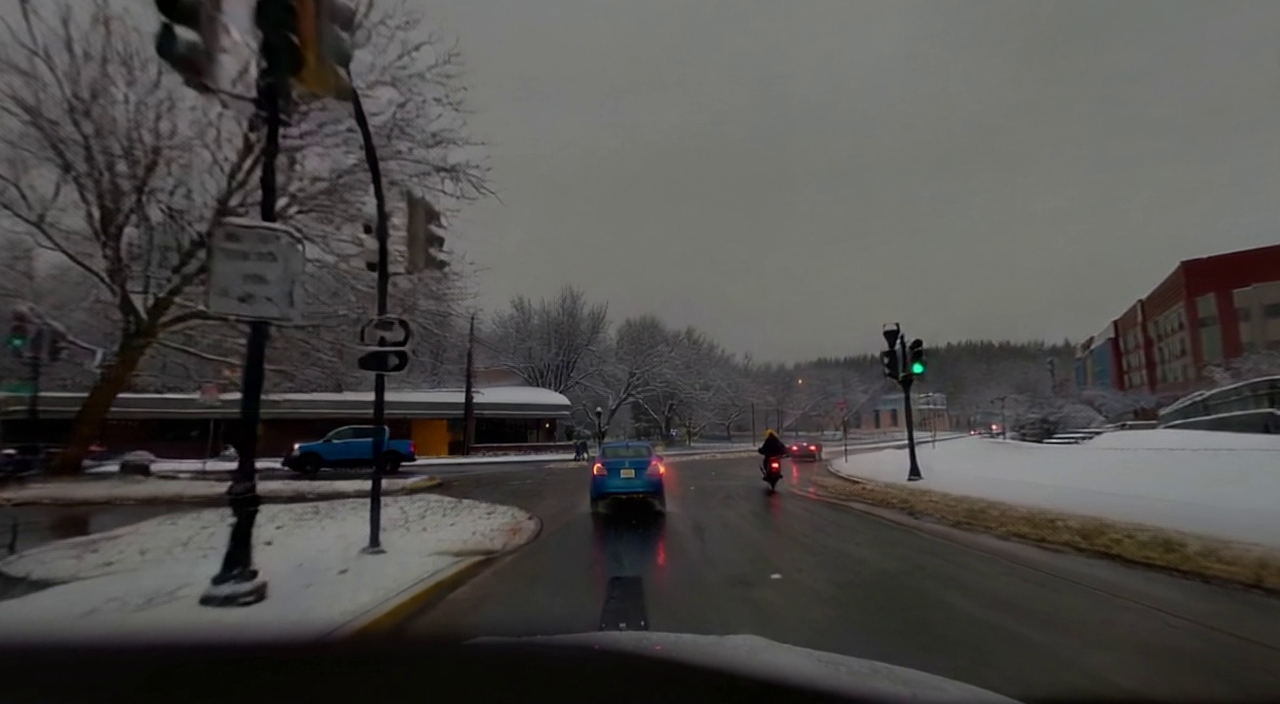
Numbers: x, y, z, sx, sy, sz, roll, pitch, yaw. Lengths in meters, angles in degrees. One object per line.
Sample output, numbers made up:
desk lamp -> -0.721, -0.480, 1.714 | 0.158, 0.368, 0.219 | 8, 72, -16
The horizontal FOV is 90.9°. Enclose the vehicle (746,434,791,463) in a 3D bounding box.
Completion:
vehicle -> 8.691, 6.468, 42.303 | 2.212, 1.790, 4.768 | -3, -9, 20

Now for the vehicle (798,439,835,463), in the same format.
vehicle -> 12.292, 6.874, 43.741 | 1.822, 1.555, 3.574 | -4, -9, 25

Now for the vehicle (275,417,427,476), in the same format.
vehicle -> -15.004, 4.990, 33.420 | 2.287, 2.780, 7.166 | -5, -10, 31

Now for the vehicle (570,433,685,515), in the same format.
vehicle -> -0.278, 2.541, 13.636 | 2.118, 1.480, 3.949 | 0, -9, -1

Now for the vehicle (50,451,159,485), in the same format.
vehicle -> -20.056, 4.330, 23.690 | 1.259, 1.181, 2.744 | -4, -10, 22
